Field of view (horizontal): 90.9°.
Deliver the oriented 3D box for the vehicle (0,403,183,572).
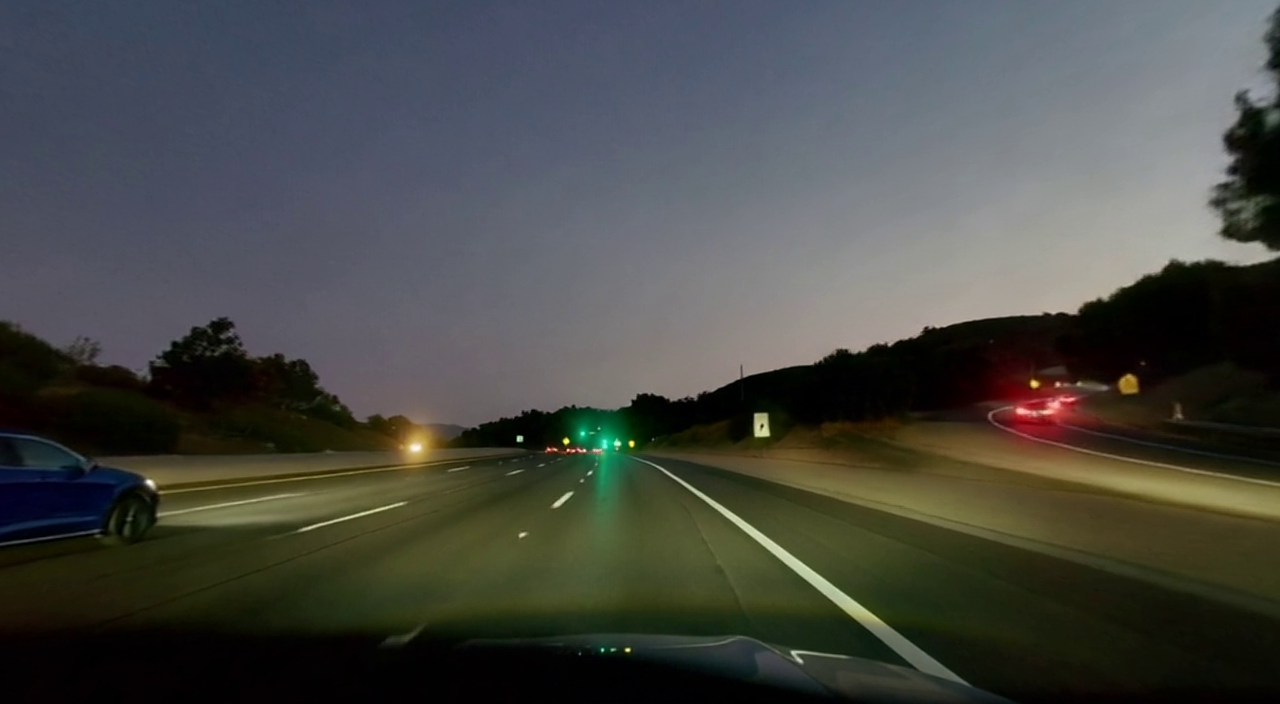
[{"bbox_3d":[-7.551,1.409,6.638,2.046,1.712,4.533,0,-8,0],"label":"vehicle"}]
